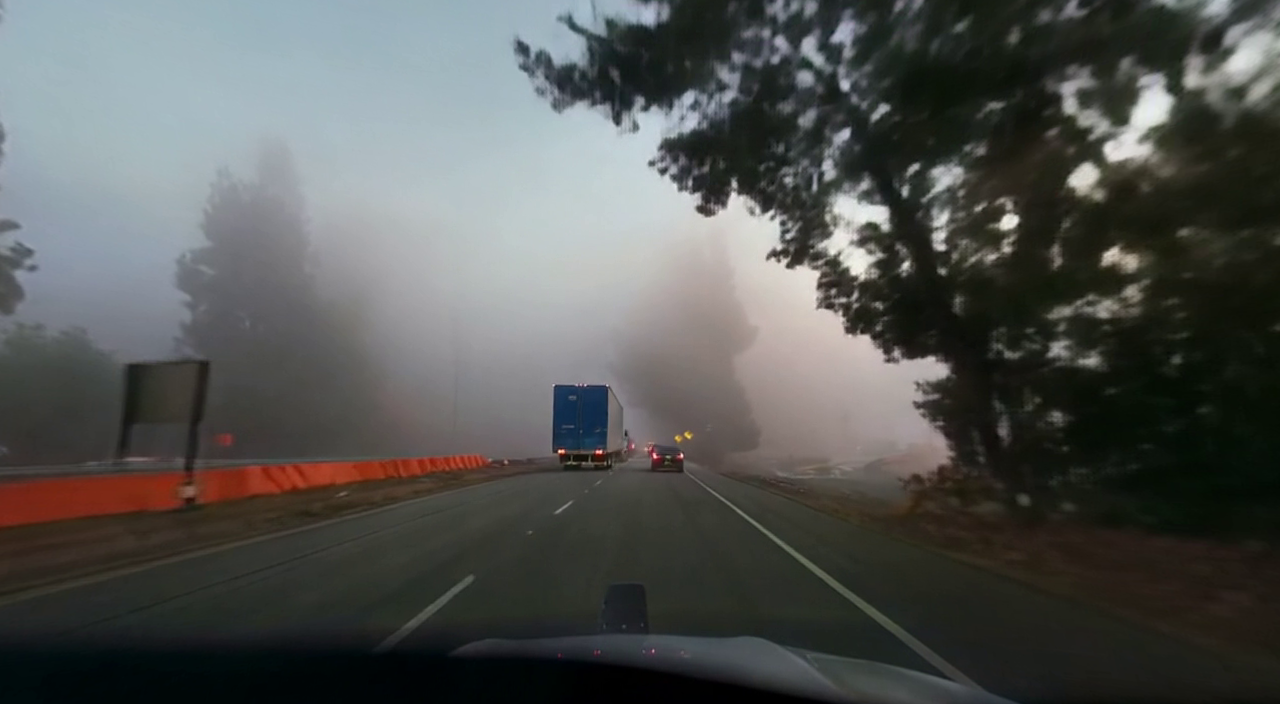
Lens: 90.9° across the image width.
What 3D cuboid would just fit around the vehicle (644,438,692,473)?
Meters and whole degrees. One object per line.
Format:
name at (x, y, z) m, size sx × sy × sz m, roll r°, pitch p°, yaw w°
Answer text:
vehicle at (1.387, 5.356, 32.888) m, size 2.304 × 1.675 × 4.462 m, roll 0°, pitch -8°, yaw 0°

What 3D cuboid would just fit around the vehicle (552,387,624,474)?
vehicle at (-2.684, 4.890, 38.149) m, size 2.906 × 4.115 × 15.715 m, roll 0°, pitch -8°, yaw 1°
